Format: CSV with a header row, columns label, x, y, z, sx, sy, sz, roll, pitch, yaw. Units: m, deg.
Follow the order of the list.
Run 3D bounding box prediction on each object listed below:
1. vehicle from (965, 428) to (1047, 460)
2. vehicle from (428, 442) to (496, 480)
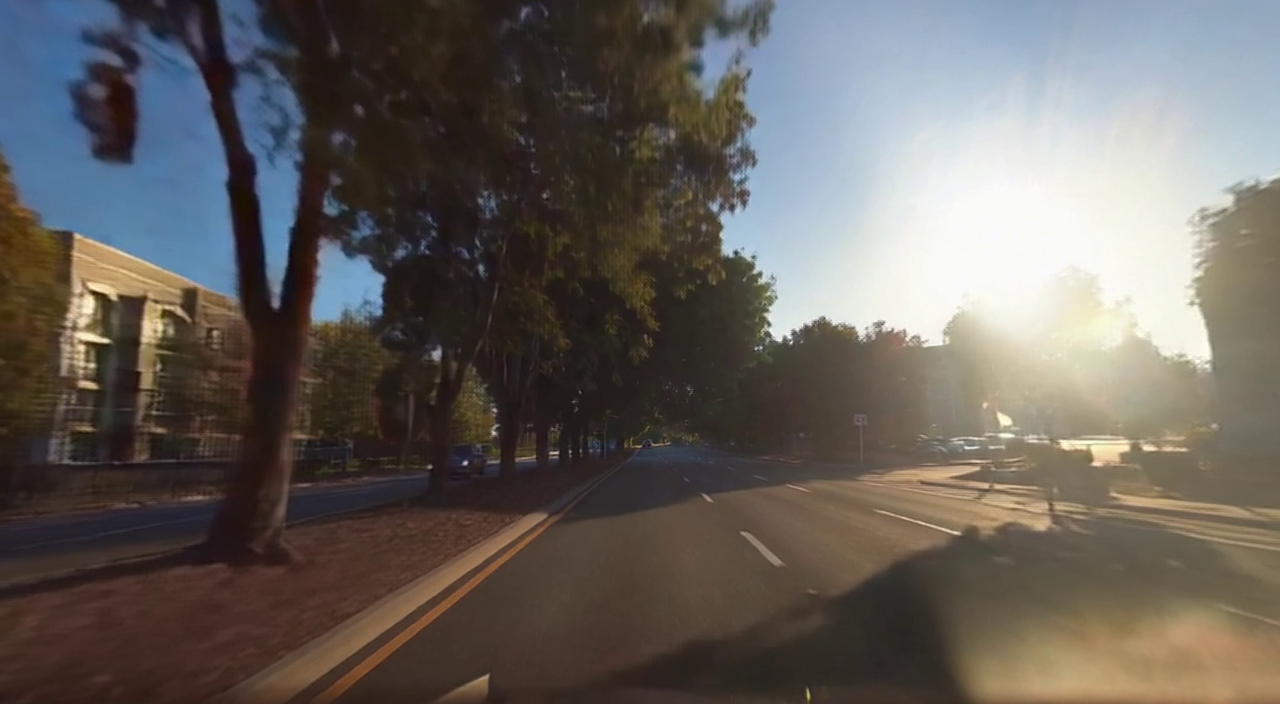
label,x,y,z,sx,sy,sz,roll,pitch,yaw
vehicle,28.243,7.148,48.995,2.186,2.298,5.989,1,-8,-7
vehicle,-8.232,5.048,29.531,1.948,1.647,4.275,0,-8,0
